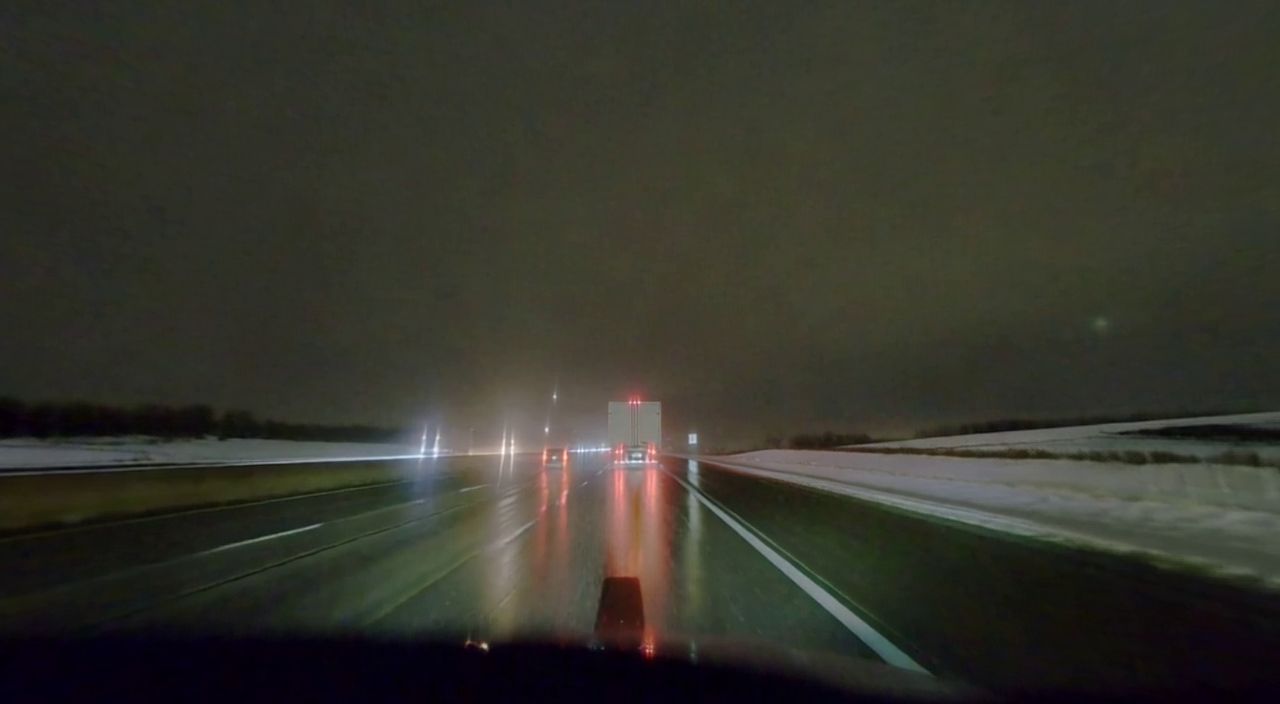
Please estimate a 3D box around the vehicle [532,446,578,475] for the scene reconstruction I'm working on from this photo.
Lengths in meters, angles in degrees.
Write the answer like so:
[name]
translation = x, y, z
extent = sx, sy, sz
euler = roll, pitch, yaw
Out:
[vehicle]
translation = -4.654, 5.974, 35.109
extent = 1.892, 1.471, 5.047
euler = 0, -9, -1
